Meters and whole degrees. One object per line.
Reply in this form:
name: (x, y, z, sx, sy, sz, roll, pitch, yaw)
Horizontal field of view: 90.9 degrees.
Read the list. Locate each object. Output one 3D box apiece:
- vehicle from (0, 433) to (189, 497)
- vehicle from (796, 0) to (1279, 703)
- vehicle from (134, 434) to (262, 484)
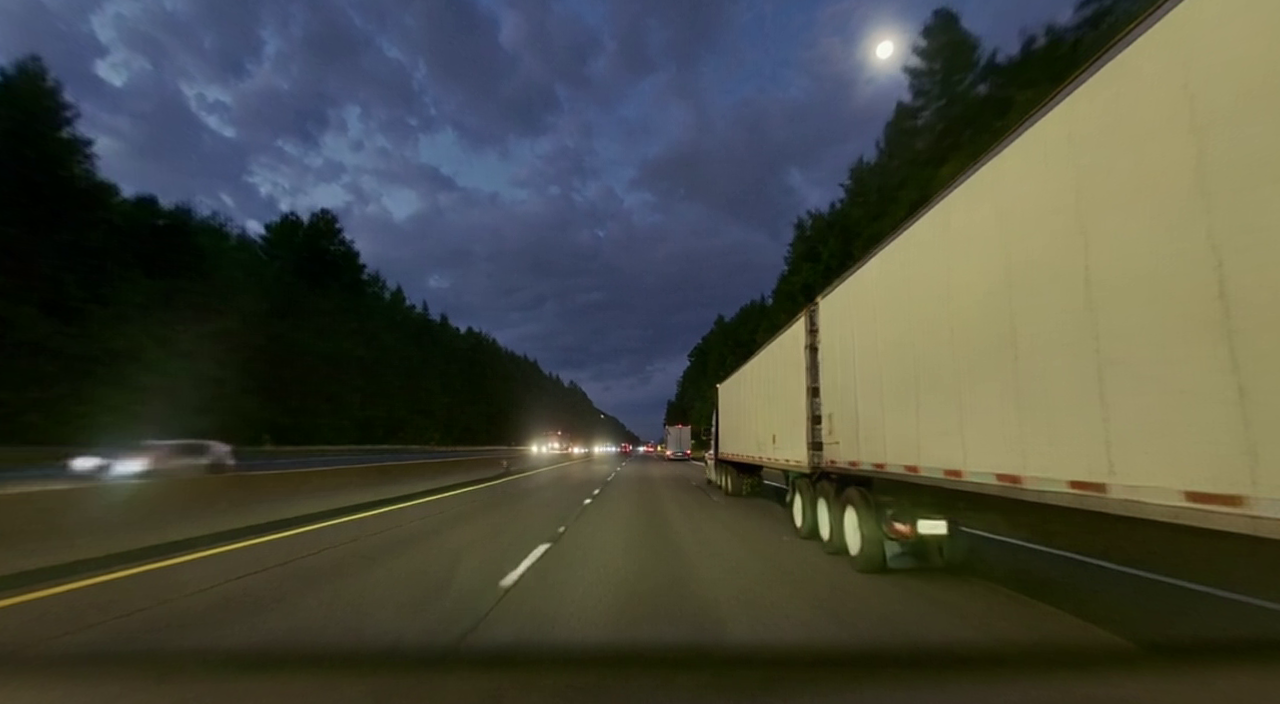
vehicle: (-15.072, 3.040, 17.323, 1.855, 1.494, 4.724, 0, -9, 0)
vehicle: (4.124, -0.052, 3.872, 2.950, 4.033, 13.276, 0, -9, 0)
vehicle: (-15.182, 3.699, 21.928, 1.678, 1.547, 3.763, 0, -9, 0)
